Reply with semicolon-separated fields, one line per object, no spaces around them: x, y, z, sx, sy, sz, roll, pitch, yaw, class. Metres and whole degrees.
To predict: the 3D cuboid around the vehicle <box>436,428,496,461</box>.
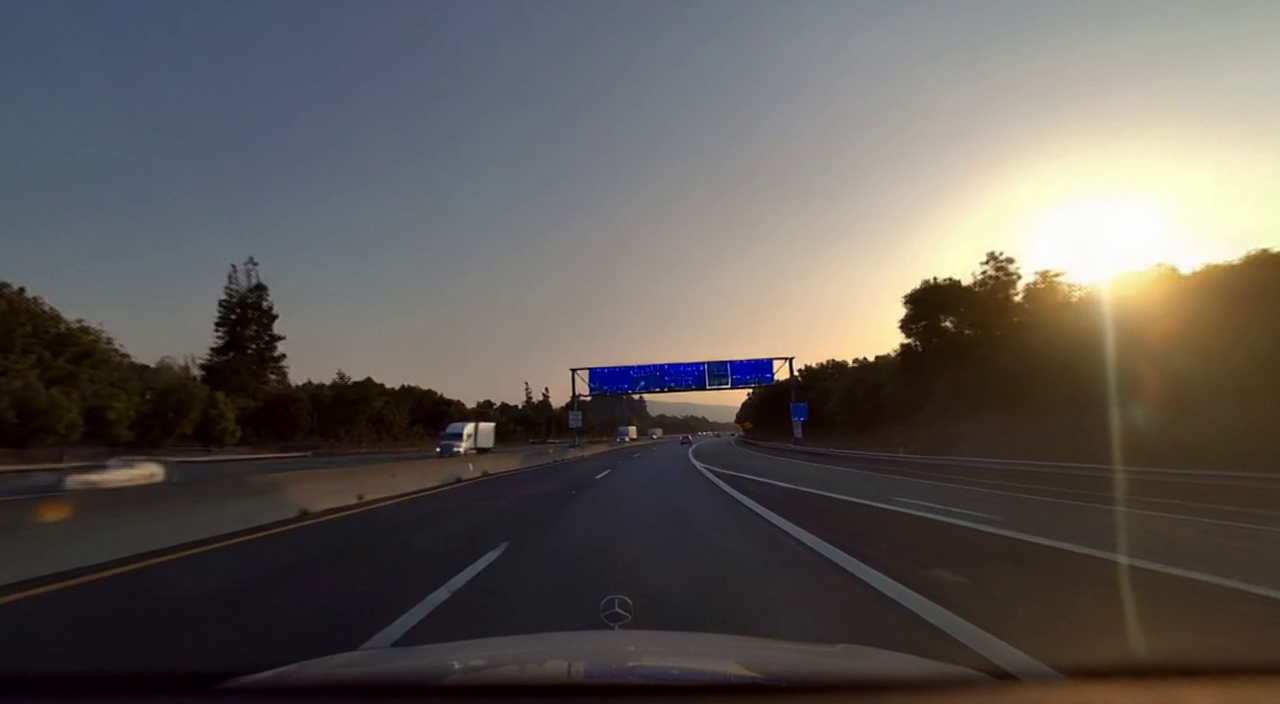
-11.353;6.061;41.384;2.174;2.049;5.156;-1;-8;4;vehicle

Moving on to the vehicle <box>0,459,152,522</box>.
-15.859;3.717;17.334;1.767;1.405;3.835;0;-8;-1;vehicle
